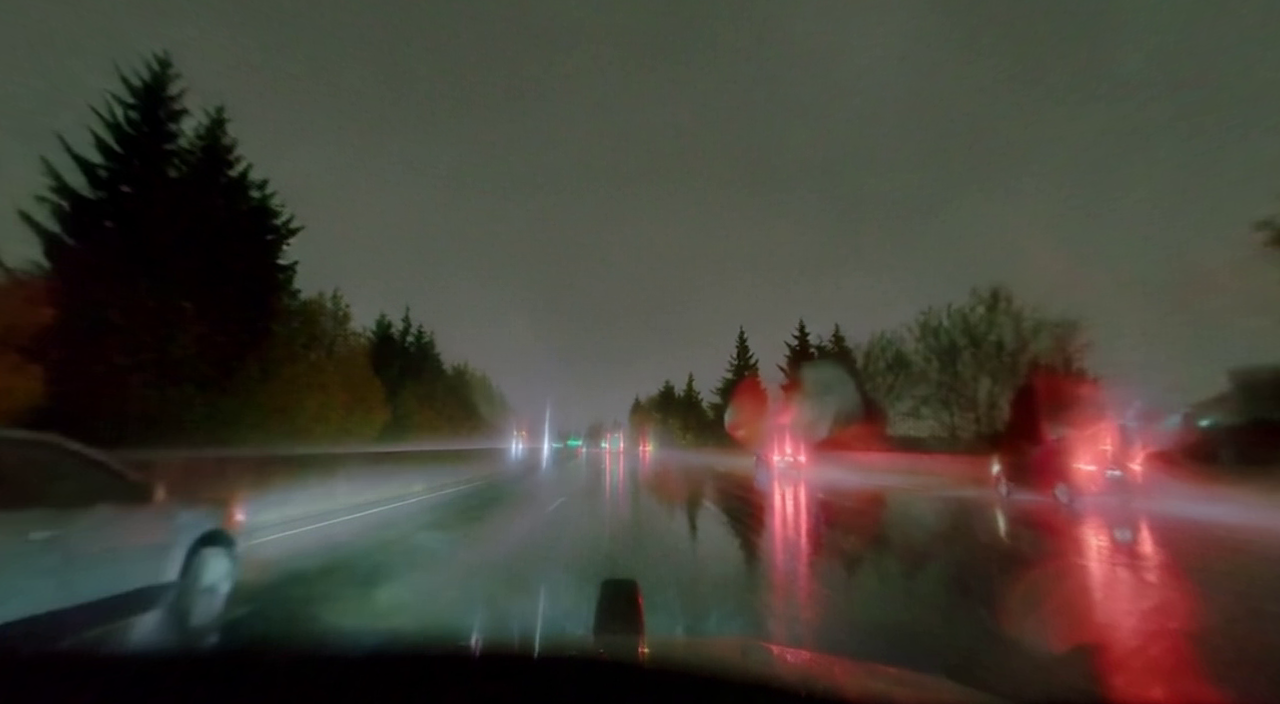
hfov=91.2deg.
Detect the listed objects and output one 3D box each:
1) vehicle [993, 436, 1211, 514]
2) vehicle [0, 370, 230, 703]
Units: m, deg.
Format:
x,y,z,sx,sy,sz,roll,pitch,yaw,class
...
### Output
x,y,z,sx,sy,sz,roll,pitch,yaw,class
9.933,2.654,13.927,1.853,1.463,3.780,0,-9,-1,vehicle
-3.877,0.833,2.334,2.071,1.615,3.868,0,-9,-1,vehicle
